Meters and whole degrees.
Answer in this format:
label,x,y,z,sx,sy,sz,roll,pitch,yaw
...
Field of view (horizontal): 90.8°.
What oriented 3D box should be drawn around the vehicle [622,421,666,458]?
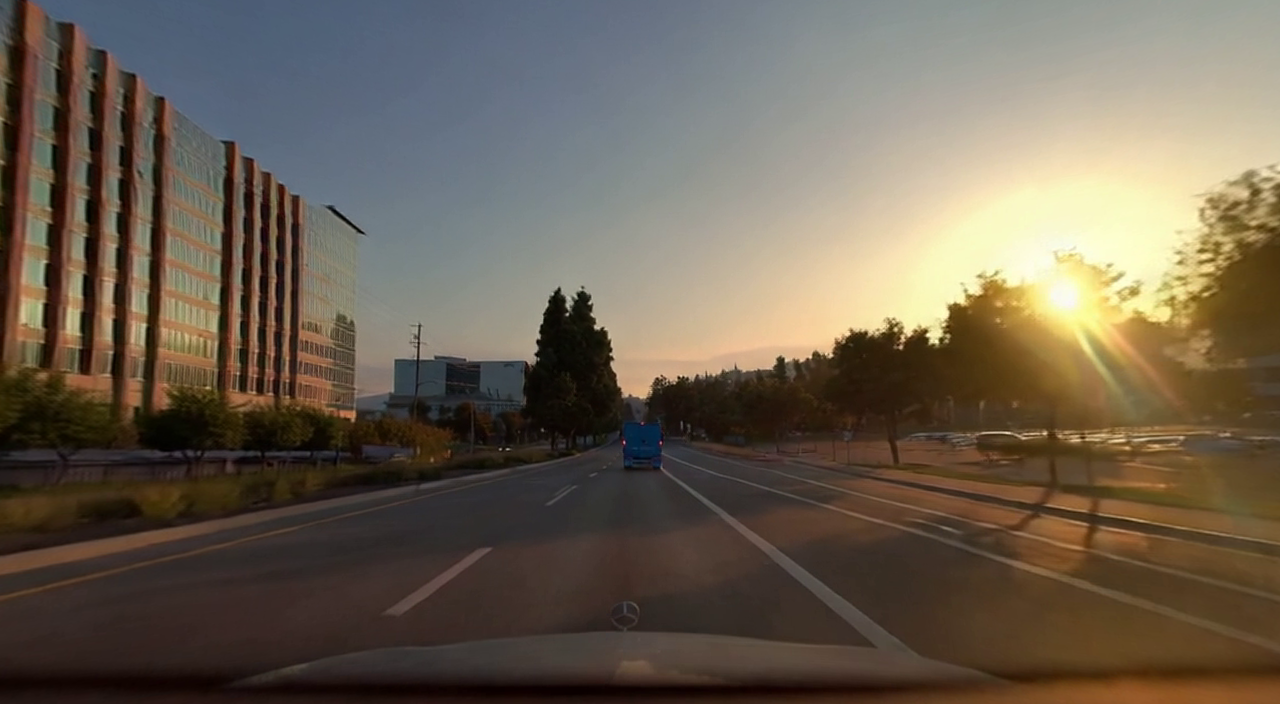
label,x,y,z,sx,sy,sz,roll,pitch,yaw
vehicle,0.122,4.779,34.407,2.178,1.829,4.932,0,-8,-2
